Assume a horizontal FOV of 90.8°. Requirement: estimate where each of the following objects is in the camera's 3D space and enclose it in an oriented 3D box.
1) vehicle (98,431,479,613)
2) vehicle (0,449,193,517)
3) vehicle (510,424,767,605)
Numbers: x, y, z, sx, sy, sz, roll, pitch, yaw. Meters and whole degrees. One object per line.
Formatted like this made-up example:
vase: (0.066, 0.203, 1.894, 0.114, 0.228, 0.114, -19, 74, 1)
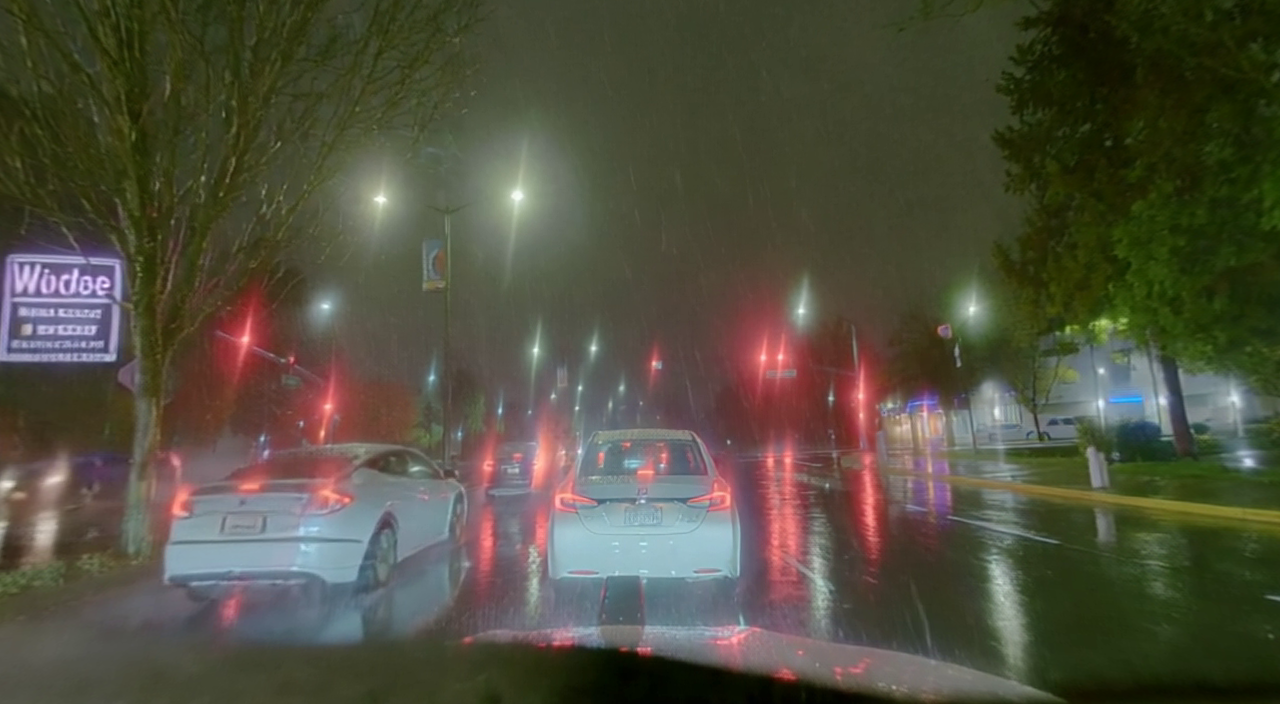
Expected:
vehicle: (-3.381, 1.691, 7.323, 1.952, 1.431, 4.383, 0, -8, -1)
vehicle: (-16.235, 3.842, 19.100, 2.221, 1.732, 4.426, 0, -8, -1)
vehicle: (-0.067, 1.640, 7.293, 2.126, 1.475, 3.967, 0, -8, -2)
